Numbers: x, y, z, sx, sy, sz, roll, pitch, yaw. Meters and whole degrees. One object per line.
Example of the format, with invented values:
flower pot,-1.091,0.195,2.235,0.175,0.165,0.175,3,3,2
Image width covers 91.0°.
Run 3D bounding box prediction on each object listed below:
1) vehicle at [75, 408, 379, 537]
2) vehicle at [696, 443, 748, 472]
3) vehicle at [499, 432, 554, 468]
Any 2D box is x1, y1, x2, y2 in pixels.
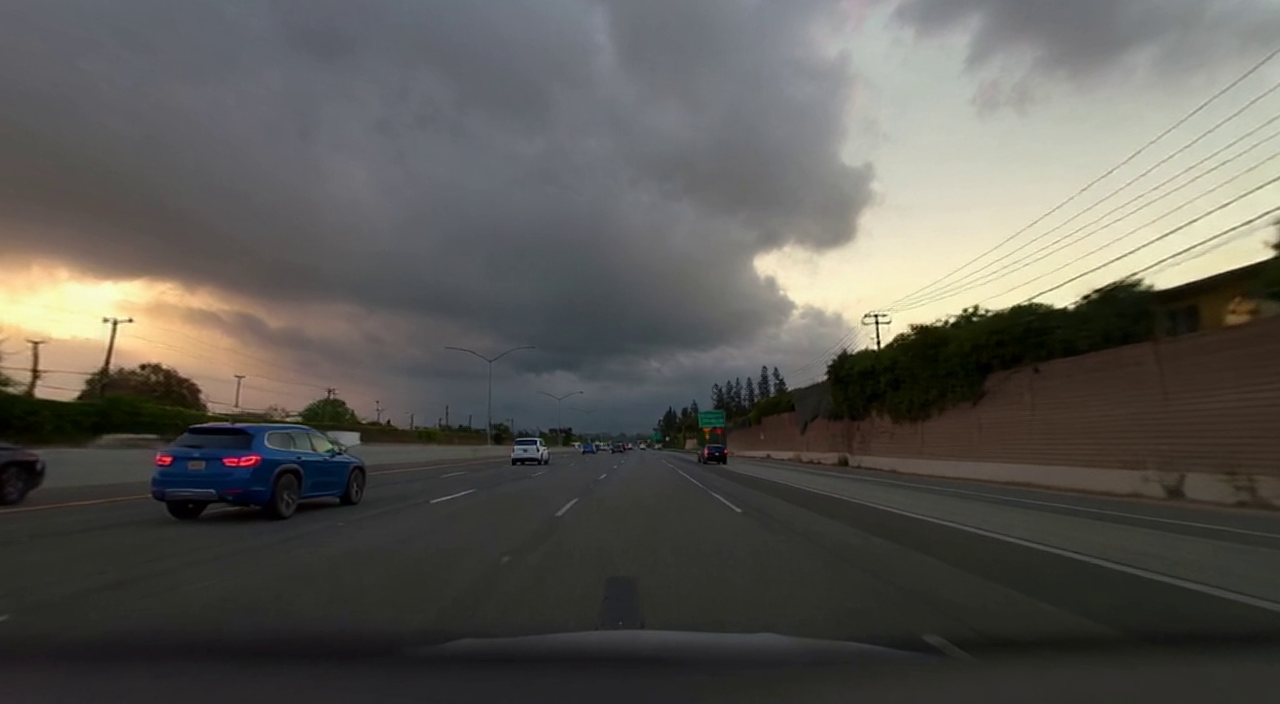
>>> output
vehicle,-6.502,1.957,10.786,2.058,1.698,4.567,0,-9,0
vehicle,4.552,5.943,35.714,2.251,1.520,4.550,1,-9,-1
vehicle,-6.486,5.707,36.661,2.255,1.934,4.868,0,-9,0
